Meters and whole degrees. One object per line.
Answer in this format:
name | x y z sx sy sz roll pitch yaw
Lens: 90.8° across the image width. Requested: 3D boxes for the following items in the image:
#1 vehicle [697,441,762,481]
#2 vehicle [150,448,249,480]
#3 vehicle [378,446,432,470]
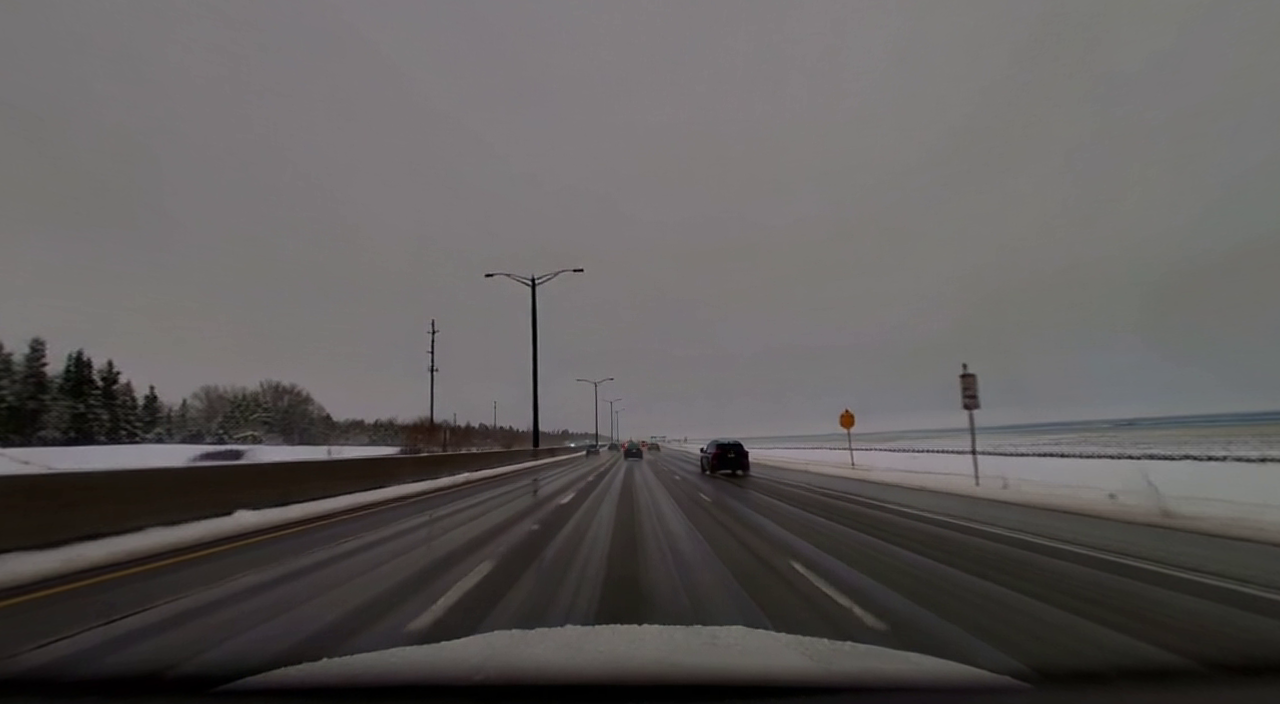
vehicle | 3.497 4.354 25.560 1.890 1.490 4.373 0 -8 -1
vehicle | -23.012 5.845 33.259 1.909 1.506 4.546 0 -8 0
vehicle | -15.486 6.994 41.840 1.817 1.467 4.498 0 -8 0
